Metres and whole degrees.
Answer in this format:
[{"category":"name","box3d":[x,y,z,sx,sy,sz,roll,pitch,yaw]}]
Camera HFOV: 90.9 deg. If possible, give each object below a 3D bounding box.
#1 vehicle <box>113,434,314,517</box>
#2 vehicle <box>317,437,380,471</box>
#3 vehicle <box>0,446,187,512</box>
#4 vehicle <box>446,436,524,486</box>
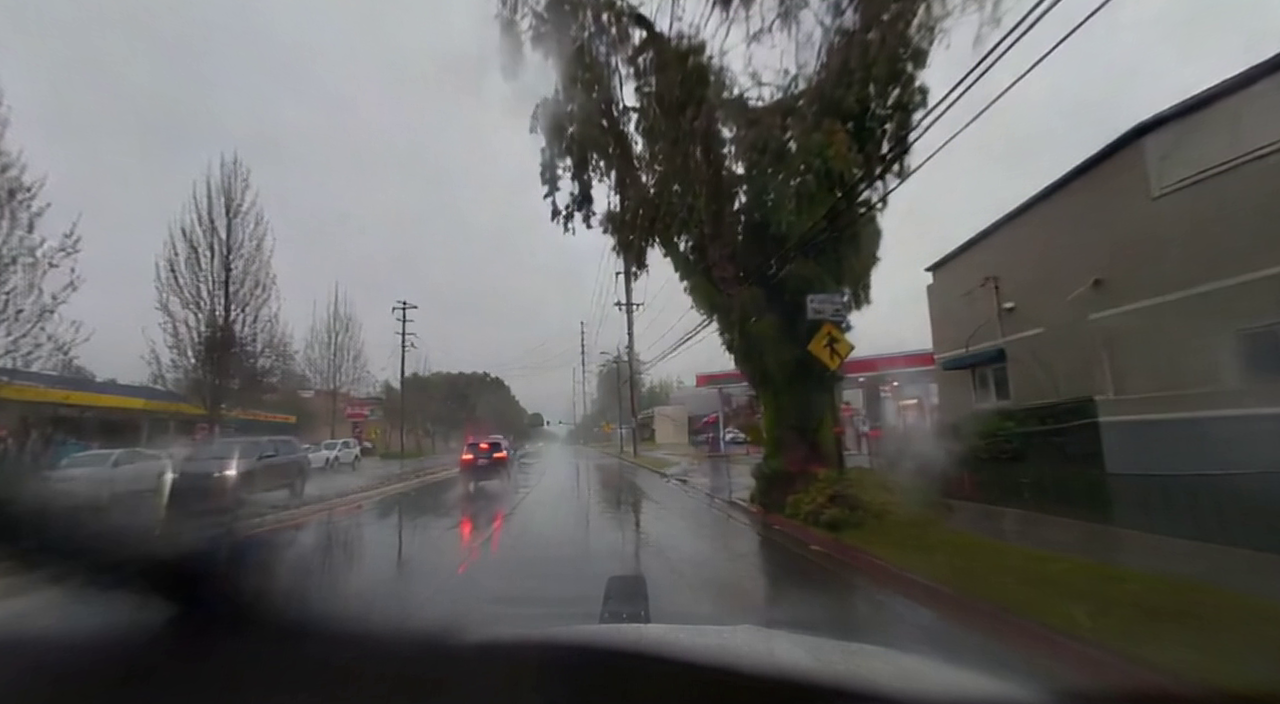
[{"category":"vehicle","box3d":[-9.932,2.850,15.249,2.129,1.655,4.442,1,-8,-7]},{"category":"vehicle","box3d":[-19.938,6.939,43.396,2.353,2.144,4.847,0,-8,-5]},{"category":"vehicle","box3d":[-17.292,3.945,20.253,2.276,1.760,4.779,0,-8,-6]},{"category":"vehicle","box3d":[-5.188,3.665,21.621,2.073,1.525,3.968,1,-8,-7]}]
